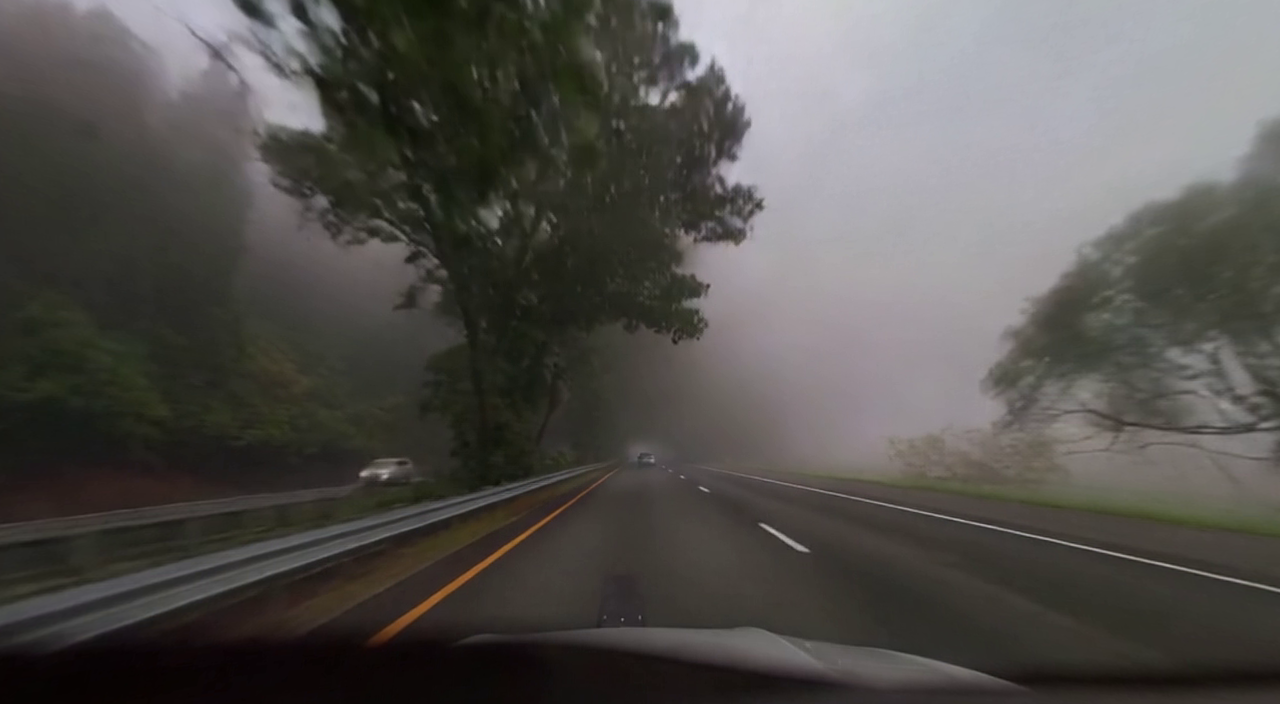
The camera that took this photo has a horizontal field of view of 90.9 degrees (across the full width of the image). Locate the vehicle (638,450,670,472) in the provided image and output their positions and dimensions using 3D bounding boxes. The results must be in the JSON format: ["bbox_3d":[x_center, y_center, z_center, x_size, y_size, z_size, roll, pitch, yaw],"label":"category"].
[{"bbox_3d":[0.954,7.854,45.450,2.162,1.492,3.975,0,-9,0],"label":"vehicle"}]

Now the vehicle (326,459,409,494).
[{"bbox_3d":[-12.511,5.721,29.260,1.873,1.452,4.361,0,-9,0],"label":"vehicle"}]
